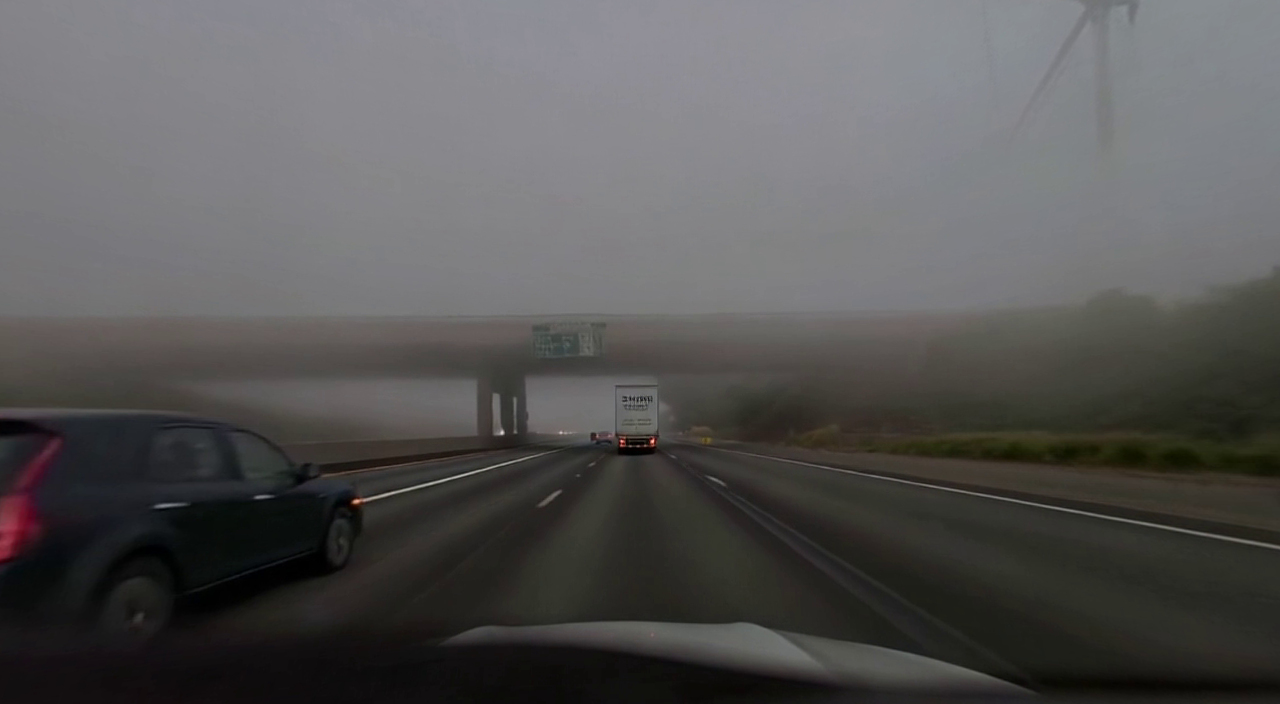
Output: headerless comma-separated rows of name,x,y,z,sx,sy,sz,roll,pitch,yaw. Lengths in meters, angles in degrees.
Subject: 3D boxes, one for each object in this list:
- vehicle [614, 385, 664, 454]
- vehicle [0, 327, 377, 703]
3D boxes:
vehicle,-0.207,4.749,42.783,2.906,3.990,12.551,0,-8,-1
vehicle,-3.671,0.902,3.680,2.167,1.686,4.946,0,-8,-1
